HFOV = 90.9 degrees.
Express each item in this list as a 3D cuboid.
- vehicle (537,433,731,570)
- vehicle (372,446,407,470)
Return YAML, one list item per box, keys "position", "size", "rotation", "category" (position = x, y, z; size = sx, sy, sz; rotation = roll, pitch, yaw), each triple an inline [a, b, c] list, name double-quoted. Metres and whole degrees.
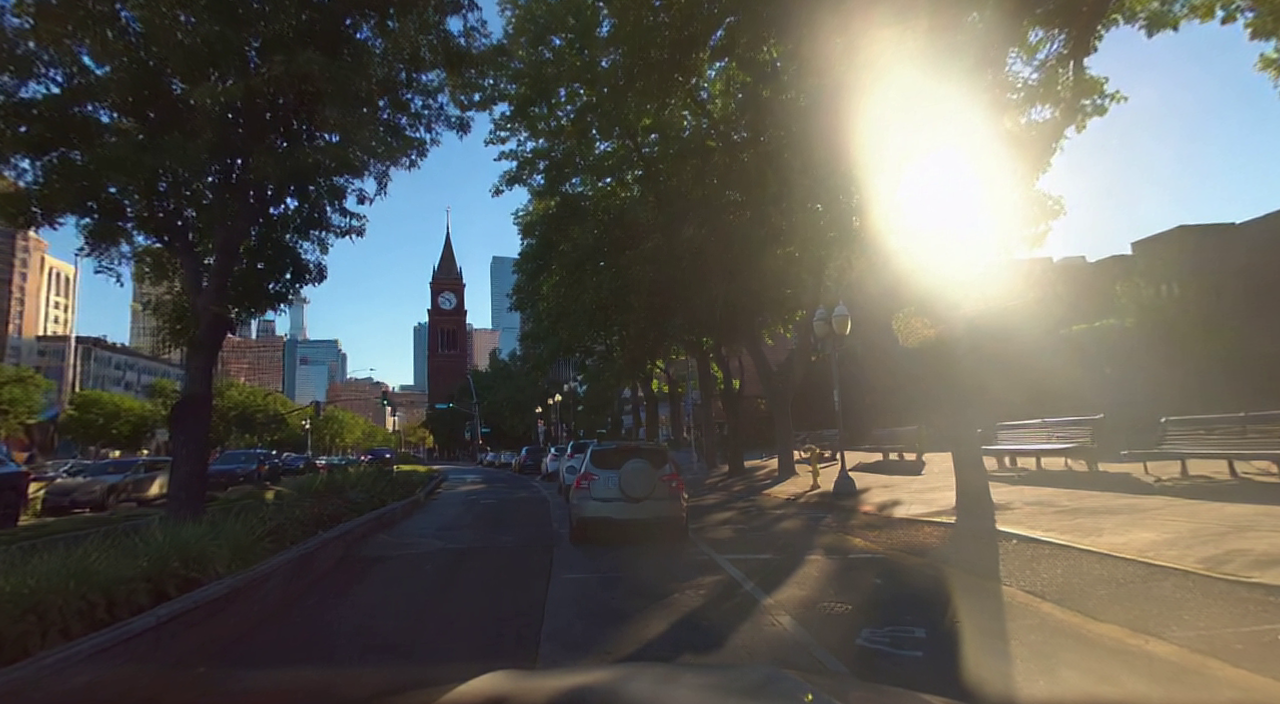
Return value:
- position: [-0.251, 1.939, 9.017]
  size: [2.142, 1.475, 4.051]
  rotation: [1, -8, -6]
  category: "vehicle"
- position: [-19.151, 8.100, 48.295]
  size: [2.179, 1.698, 4.549]
  rotation: [3, -9, -19]
  category: "vehicle"
